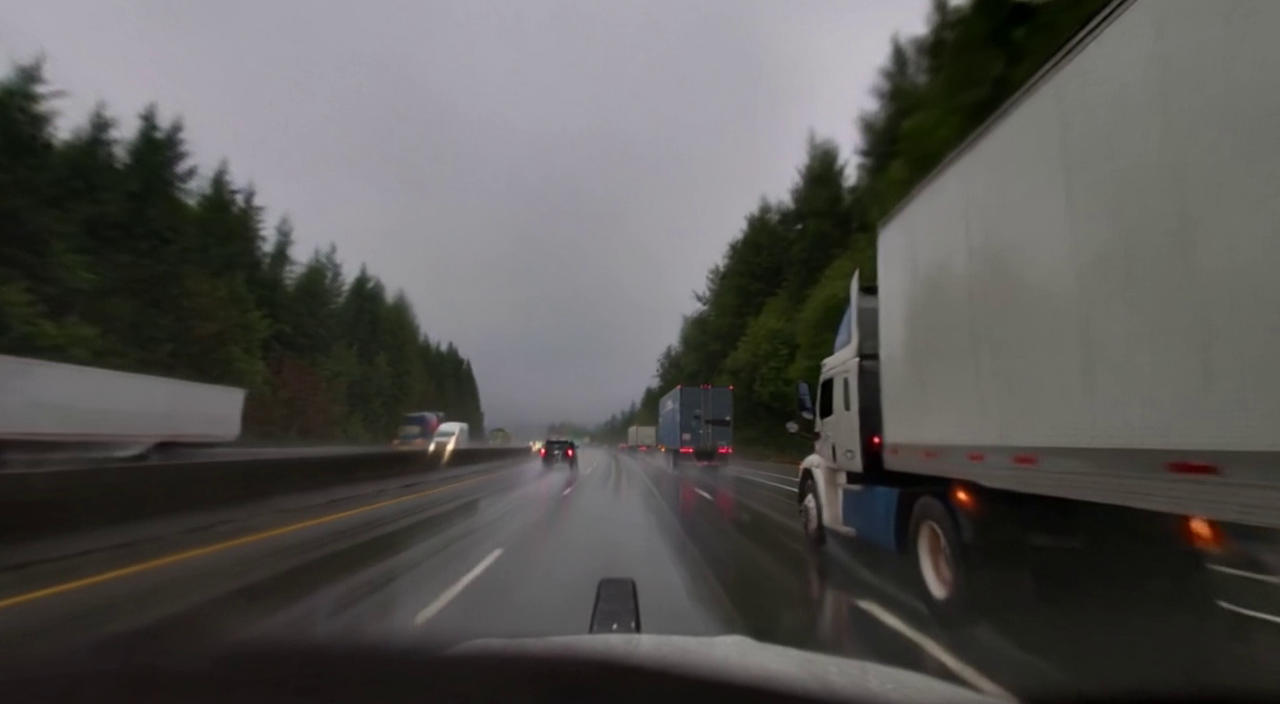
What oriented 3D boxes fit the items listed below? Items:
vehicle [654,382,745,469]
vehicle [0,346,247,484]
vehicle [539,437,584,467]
[{"bbox_3d":[2.877,4.337,35.793,3.116,3.992,13.748,0,-8,-3],"label":"vehicle"},{"bbox_3d":[-20.829,2.634,23.878,3.204,4.048,14.112,0,-8,-2],"label":"vehicle"},{"bbox_3d":[-4.549,5.877,37.050,2.206,1.644,4.027,0,-8,-1],"label":"vehicle"}]
